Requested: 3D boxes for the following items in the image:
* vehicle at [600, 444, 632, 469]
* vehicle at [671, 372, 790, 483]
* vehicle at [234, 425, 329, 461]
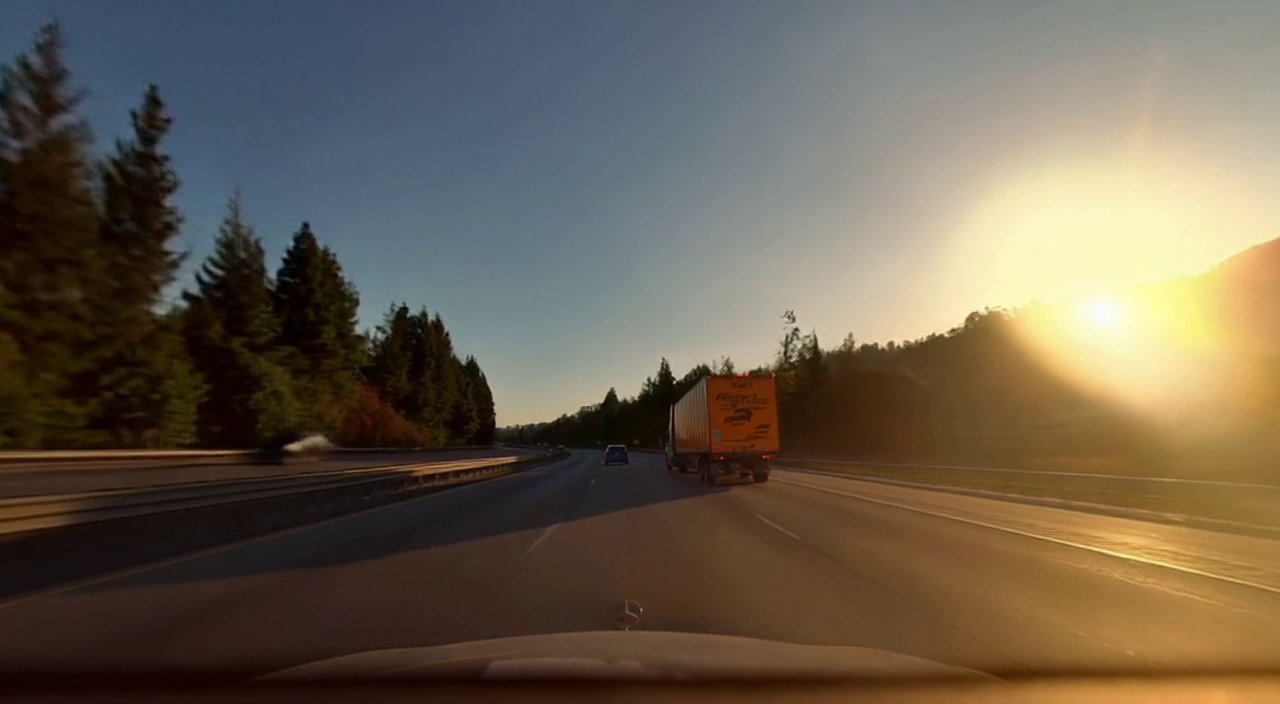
[{"bbox_3d":[-1.468,6.475,39.113,1.913,1.460,3.610,0,-9,-1],"label":"vehicle"},{"bbox_3d":[3.618,3.788,30.008,2.951,4.012,14.203,0,-9,-3],"label":"vehicle"},{"bbox_3d":[-17.352,4.478,30.823,1.926,1.629,4.668,0,-9,-1],"label":"vehicle"}]
